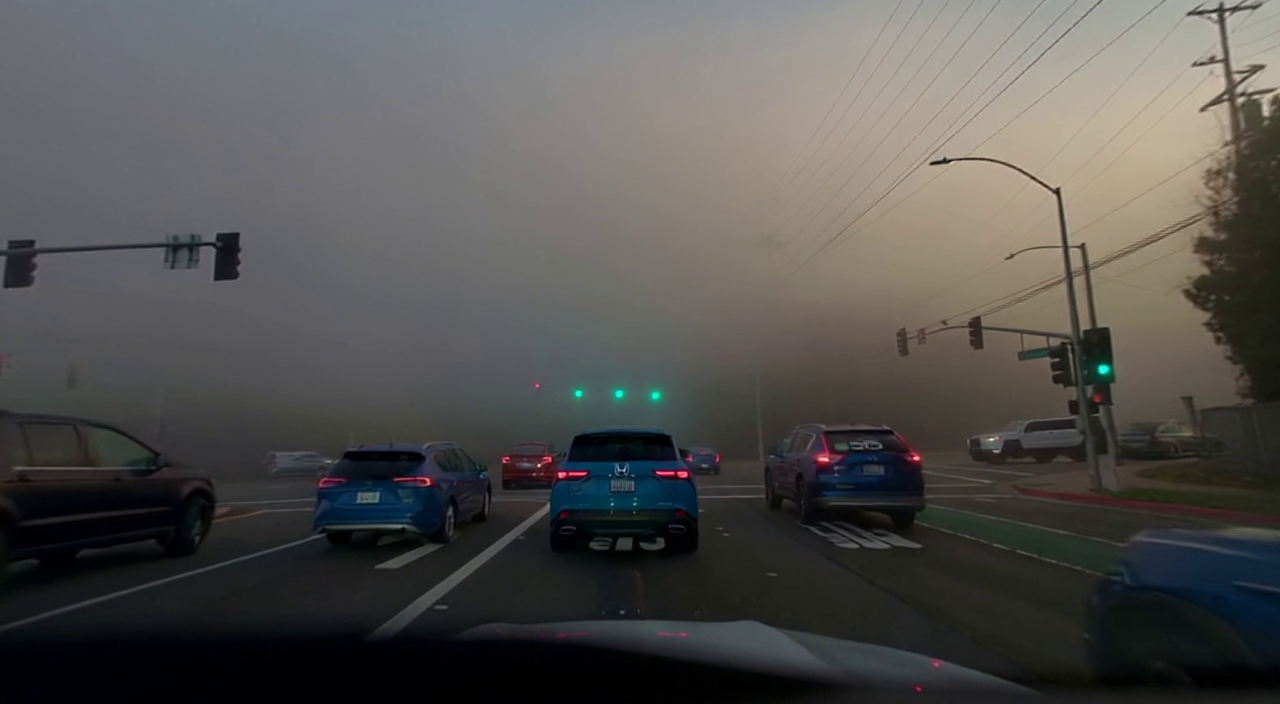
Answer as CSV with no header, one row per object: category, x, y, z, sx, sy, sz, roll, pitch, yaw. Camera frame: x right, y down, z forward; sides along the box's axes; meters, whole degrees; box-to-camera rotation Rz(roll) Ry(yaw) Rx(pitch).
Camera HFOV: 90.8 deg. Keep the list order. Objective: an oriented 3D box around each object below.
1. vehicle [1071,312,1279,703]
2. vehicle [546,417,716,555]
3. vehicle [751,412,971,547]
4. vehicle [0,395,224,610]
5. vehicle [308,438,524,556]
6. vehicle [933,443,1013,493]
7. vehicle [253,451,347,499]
vehicle,2.752,0.498,0.211,2.034,1.655,4.465,0,-9,0
vehicle,-0.103,1.986,9.998,2.111,1.712,4.078,0,-9,0
vehicle,3.364,2.058,10.804,1.999,1.789,4.583,0,-9,-1
vehicle,-6.515,1.356,5.865,2.116,1.812,4.609,0,-9,0
vehicle,-3.253,2.181,10.294,1.881,1.466,4.484,0,-9,0
vehicle,11.197,3.790,21.080,1.913,1.457,4.298,-5,-10,32
vehicle,-11.833,4.251,22.343,1.974,1.491,4.450,3,-9,-16
